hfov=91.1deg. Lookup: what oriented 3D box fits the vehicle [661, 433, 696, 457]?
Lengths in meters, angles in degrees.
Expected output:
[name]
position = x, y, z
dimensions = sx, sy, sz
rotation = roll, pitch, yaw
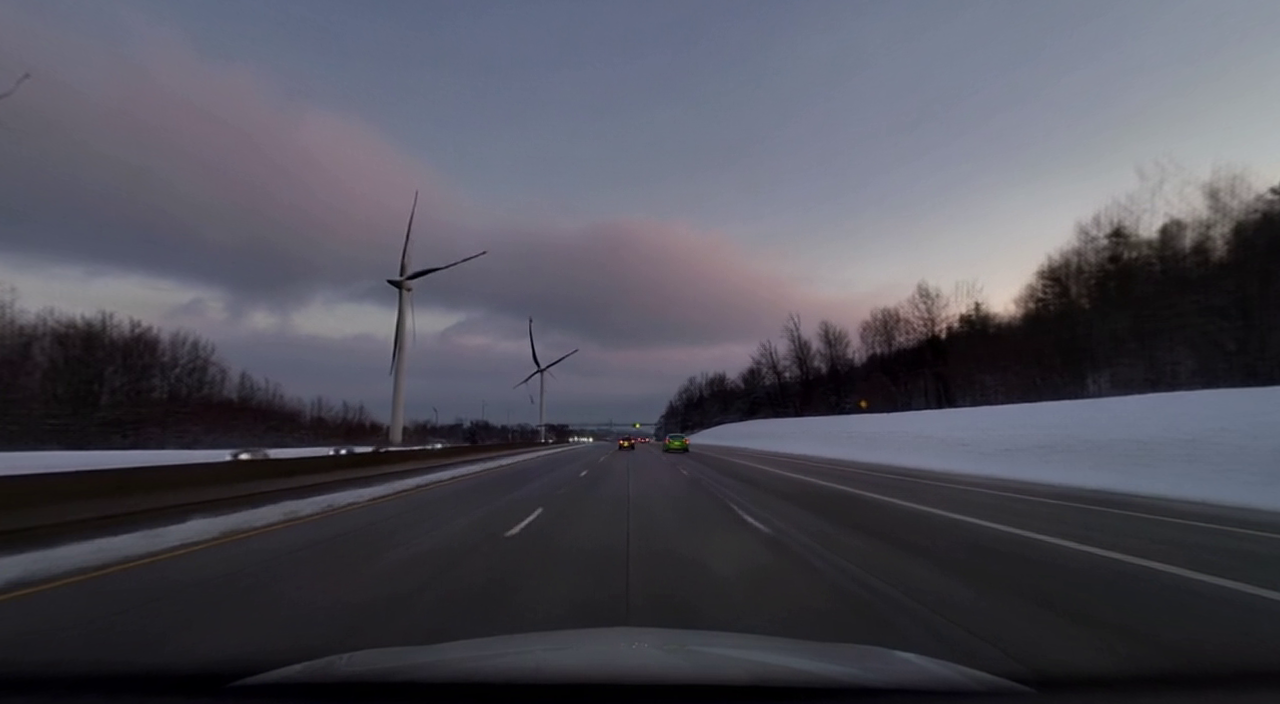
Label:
[vehicle]
position = 2.615, 6.466, 43.915
dimensions = 2.041, 1.551, 3.974
rotation = 0, -8, -3
